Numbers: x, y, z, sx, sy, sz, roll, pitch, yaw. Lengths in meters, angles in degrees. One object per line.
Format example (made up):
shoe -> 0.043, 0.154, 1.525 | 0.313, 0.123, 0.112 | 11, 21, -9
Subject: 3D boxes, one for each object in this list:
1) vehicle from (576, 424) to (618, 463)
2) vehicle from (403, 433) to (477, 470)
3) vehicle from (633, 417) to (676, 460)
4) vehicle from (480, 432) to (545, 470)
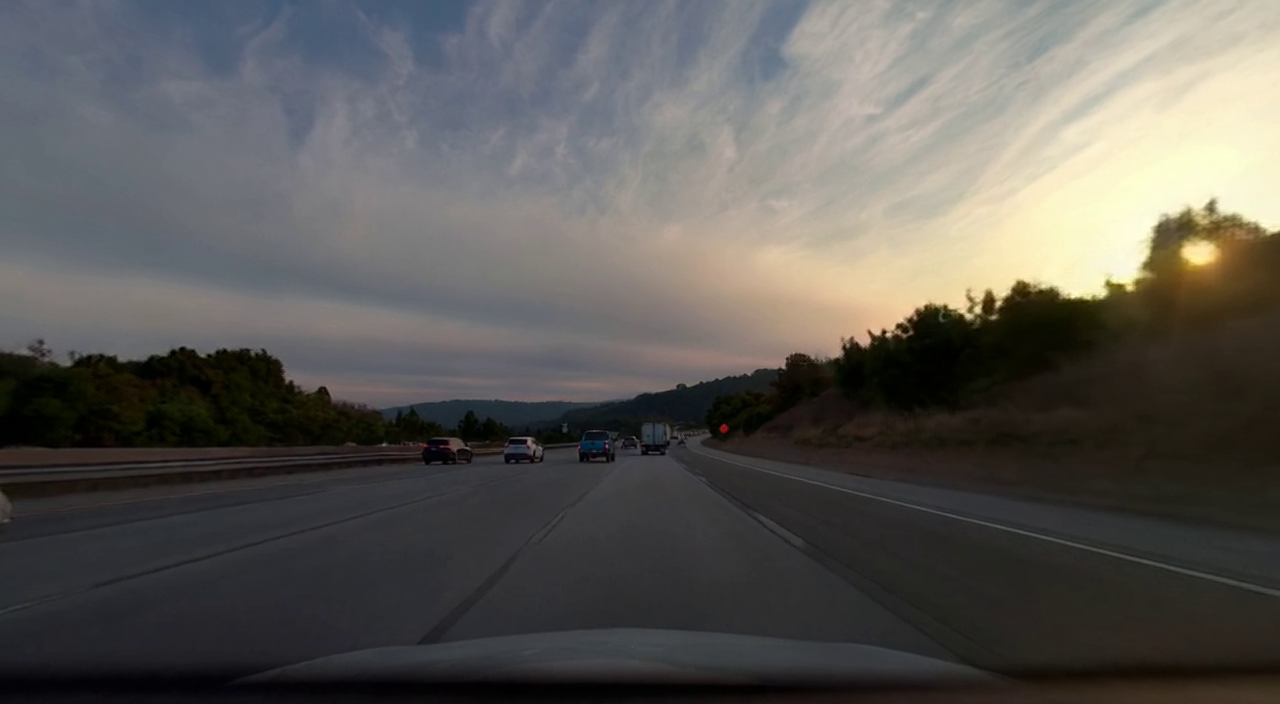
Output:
vehicle -> -2.920, 6.336, 43.907 | 2.328, 2.519, 5.238 | 0, -8, 2
vehicle -> -10.371, 5.208, 33.254 | 2.080, 1.777, 5.450 | 0, -8, 1
vehicle -> 1.013, 6.175, 44.973 | 2.768, 2.854, 6.757 | 0, -8, 1
vehicle -> -6.655, 5.251, 33.593 | 2.206, 1.838, 4.889 | 0, -8, 3
